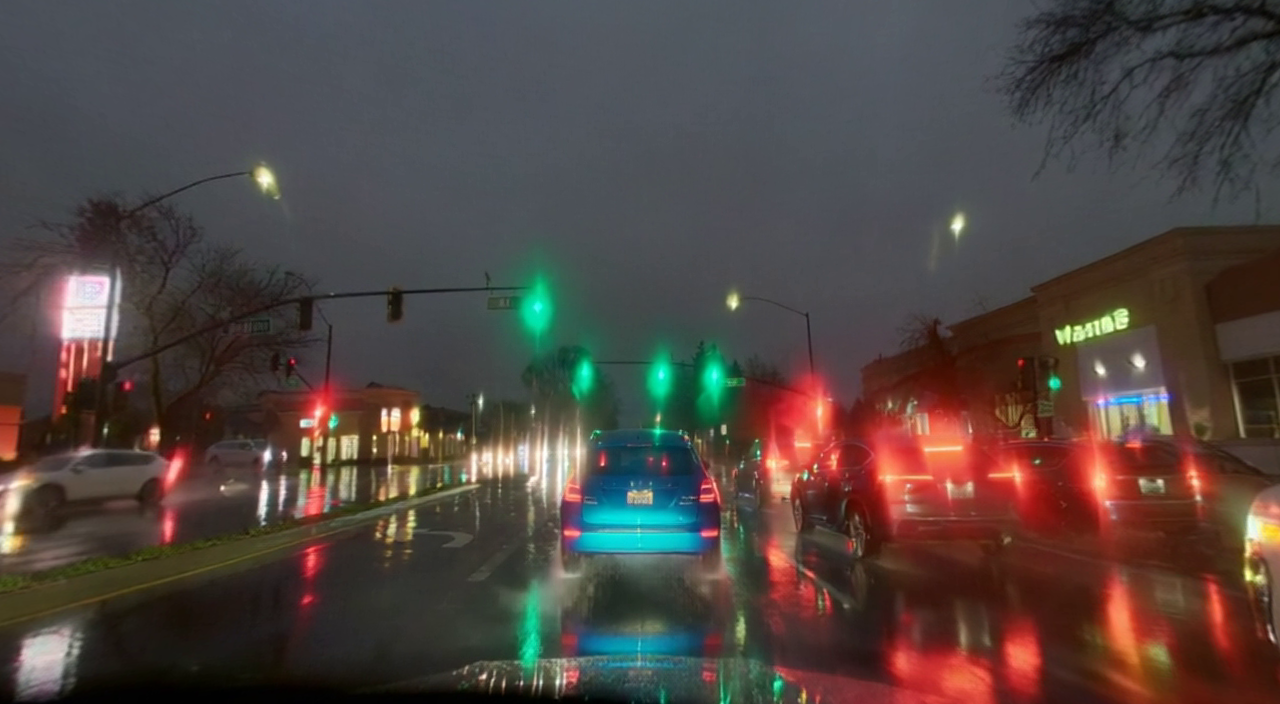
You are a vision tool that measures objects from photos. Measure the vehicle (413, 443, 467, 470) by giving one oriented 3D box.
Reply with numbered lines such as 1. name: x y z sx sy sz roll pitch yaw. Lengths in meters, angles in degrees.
1. vehicle: -15.083 7.895 48.046 2.395 1.903 4.860 -1 -9 1

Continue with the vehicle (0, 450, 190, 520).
1. vehicle: -15.390 3.529 17.385 2.269 1.604 4.265 -3 -9 17

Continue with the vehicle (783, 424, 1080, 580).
1. vehicle: 3.324 1.782 8.308 1.865 1.496 4.170 0 -9 0

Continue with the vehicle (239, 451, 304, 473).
1. vehicle: -28.597 8.528 49.176 4.205 1.541 1.780 4 -10 -28

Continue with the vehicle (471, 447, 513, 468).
1. vehicle: -11.260 8.002 48.244 2.099 1.478 4.411 0 -9 0

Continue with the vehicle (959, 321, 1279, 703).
1. vehicle: 2.979 0.689 1.575 2.075 1.661 4.401 0 -9 1

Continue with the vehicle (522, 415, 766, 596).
1. vehicle: 0.012 1.639 7.533 2.154 1.577 3.723 0 -9 -1
